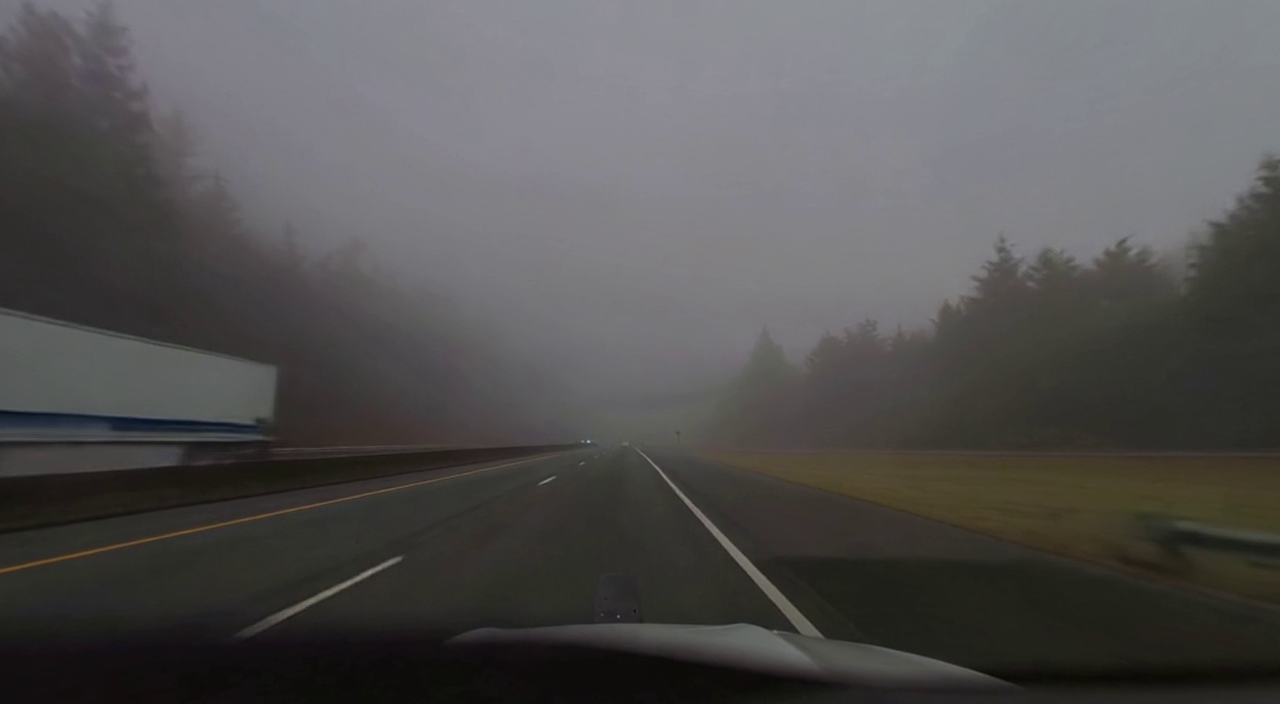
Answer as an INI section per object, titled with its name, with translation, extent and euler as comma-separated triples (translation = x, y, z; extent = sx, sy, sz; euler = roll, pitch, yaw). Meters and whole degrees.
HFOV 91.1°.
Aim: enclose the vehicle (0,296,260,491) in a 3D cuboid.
[vehicle]
translation = -15.193, 1.169, 15.342
extent = 3.113, 4.106, 14.185
euler = 0, -8, -1
